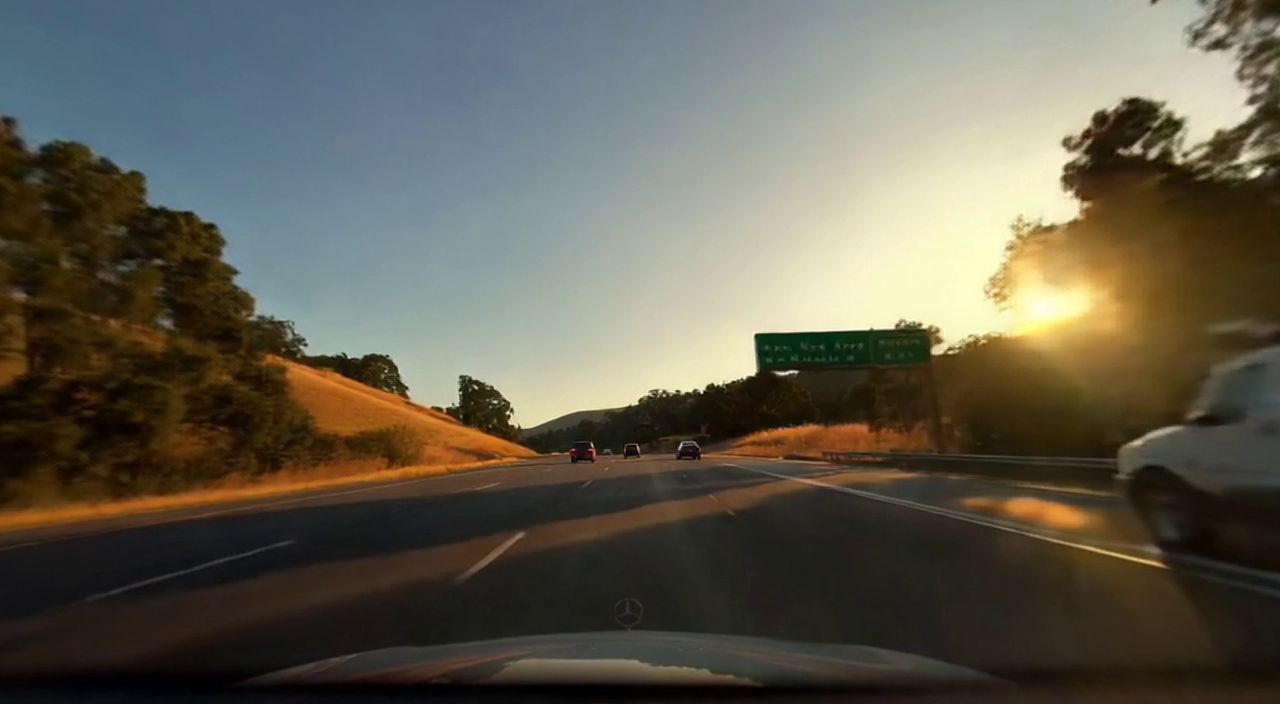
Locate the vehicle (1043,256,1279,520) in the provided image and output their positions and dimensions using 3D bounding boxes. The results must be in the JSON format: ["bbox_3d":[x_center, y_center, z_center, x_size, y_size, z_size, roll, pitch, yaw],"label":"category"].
[{"bbox_3d":[11.689,0.719,11.069,3.043,4.138,9.135,0,-8,0],"label":"vehicle"}]

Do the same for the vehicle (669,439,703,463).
[{"bbox_3d":[3.362,7.334,46.779,1.995,1.712,4.206,0,-8,-2],"label":"vehicle"}]
